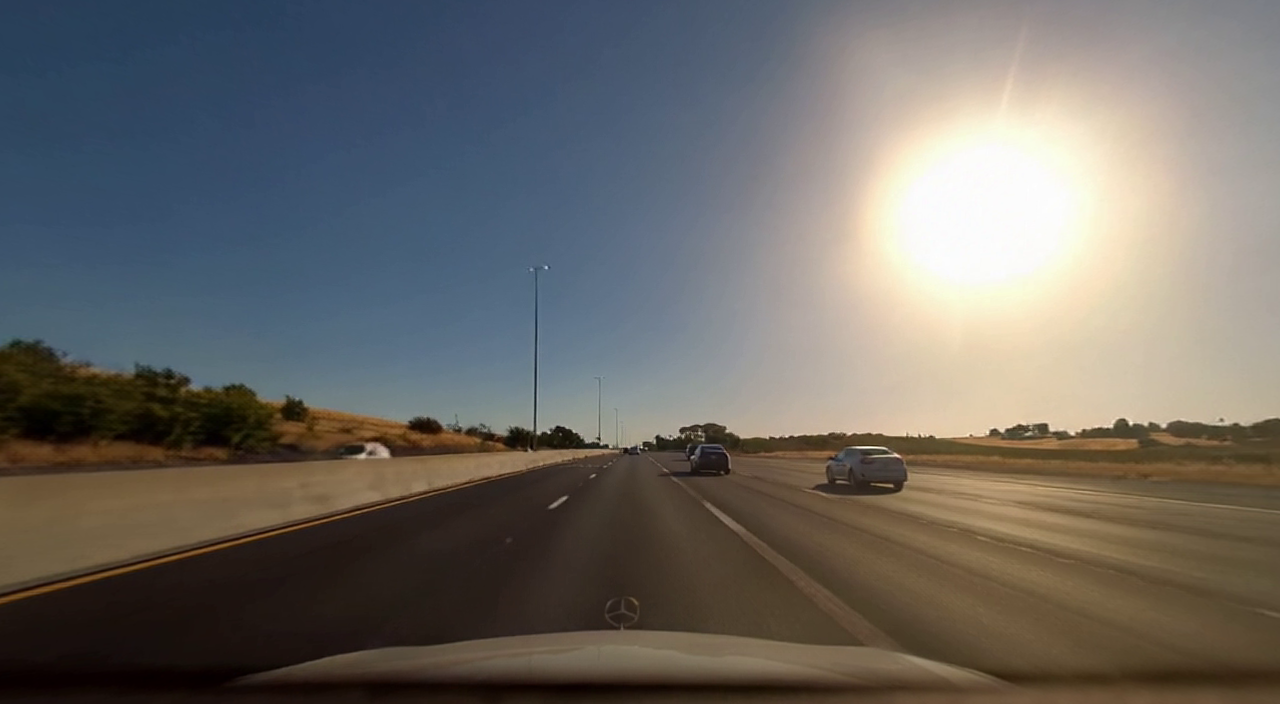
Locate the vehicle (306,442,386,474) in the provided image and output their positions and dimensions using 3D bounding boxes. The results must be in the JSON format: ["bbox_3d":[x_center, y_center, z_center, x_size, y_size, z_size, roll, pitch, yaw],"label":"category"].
[{"bbox_3d":[-14.405,5.202,31.284,1.796,1.429,4.540,0,-8,0],"label":"vehicle"}]

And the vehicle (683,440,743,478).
[{"bbox_3d":[3.207,4.787,28.586,2.056,1.553,4.320,0,-9,-2],"label":"vehicle"}]

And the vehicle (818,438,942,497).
[{"bbox_3d":[6.855,3.329,18.589,2.038,1.528,3.910,0,-9,-1],"label":"vehicle"}]
